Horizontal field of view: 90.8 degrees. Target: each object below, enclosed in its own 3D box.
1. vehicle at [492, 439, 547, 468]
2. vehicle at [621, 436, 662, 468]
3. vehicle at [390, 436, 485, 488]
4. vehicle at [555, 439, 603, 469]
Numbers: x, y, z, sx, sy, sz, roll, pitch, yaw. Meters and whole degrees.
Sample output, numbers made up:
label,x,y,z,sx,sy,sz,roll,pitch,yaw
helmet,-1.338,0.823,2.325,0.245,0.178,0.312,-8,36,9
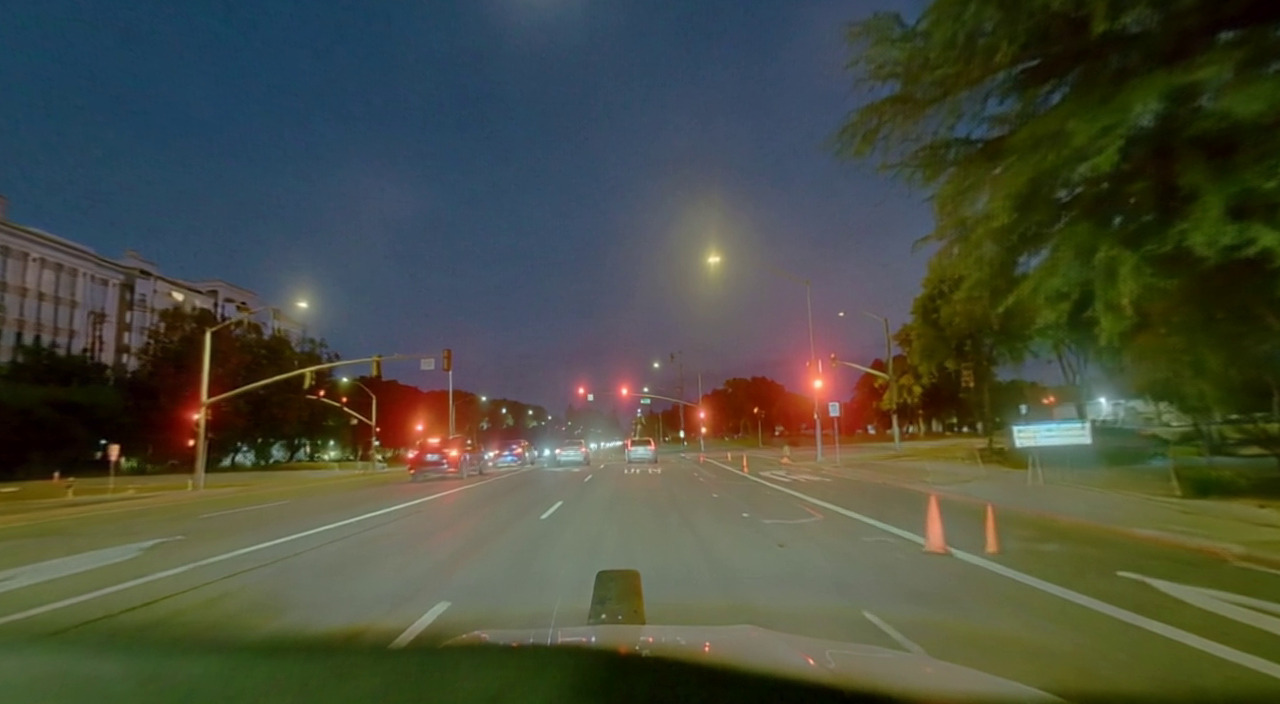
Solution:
label,x,y,z,sx,sy,sz,roll,pitch,yaw
vehicle,-6.536,5.552,34.644,2.074,1.447,4.224,0,-8,2
vehicle,0.083,5.081,32.350,1.985,1.521,3.968,0,-8,1
vehicle,-6.799,3.717,21.694,1.869,1.570,4.064,0,-8,1
vehicle,-3.011,5.136,32.016,1.946,1.437,4.154,0,-8,1
